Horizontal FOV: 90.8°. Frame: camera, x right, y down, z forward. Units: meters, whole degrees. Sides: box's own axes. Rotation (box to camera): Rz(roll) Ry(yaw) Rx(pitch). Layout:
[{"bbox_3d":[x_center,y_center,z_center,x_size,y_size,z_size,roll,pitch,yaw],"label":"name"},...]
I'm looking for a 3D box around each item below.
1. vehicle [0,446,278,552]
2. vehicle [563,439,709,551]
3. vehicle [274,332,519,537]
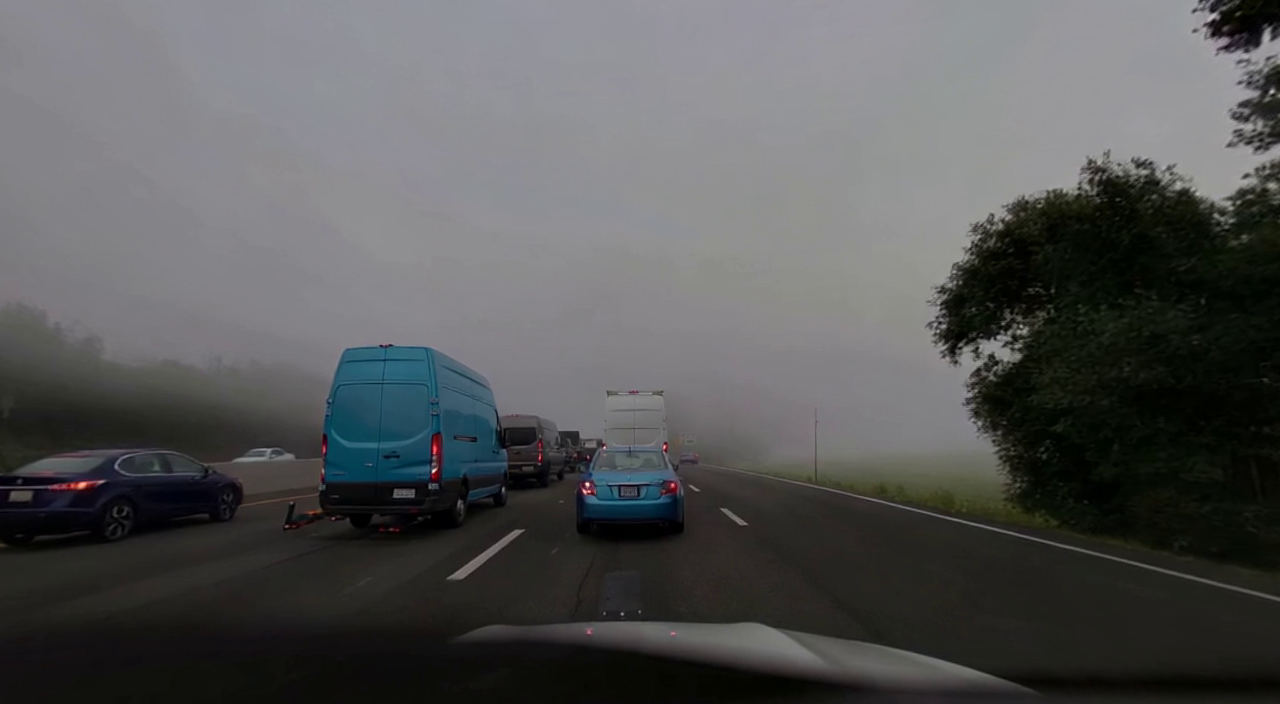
[{"bbox_3d":[-8.837,2.475,11.377,1.899,1.503,4.466,-1,-9,1],"label":"vehicle"},{"bbox_3d":[-0.087,2.213,10.350,1.995,1.495,3.380,0,-9,-1],"label":"vehicle"},{"bbox_3d":[-4.060,1.647,12.297,2.254,2.879,6.656,0,-9,-2],"label":"vehicle"}]
